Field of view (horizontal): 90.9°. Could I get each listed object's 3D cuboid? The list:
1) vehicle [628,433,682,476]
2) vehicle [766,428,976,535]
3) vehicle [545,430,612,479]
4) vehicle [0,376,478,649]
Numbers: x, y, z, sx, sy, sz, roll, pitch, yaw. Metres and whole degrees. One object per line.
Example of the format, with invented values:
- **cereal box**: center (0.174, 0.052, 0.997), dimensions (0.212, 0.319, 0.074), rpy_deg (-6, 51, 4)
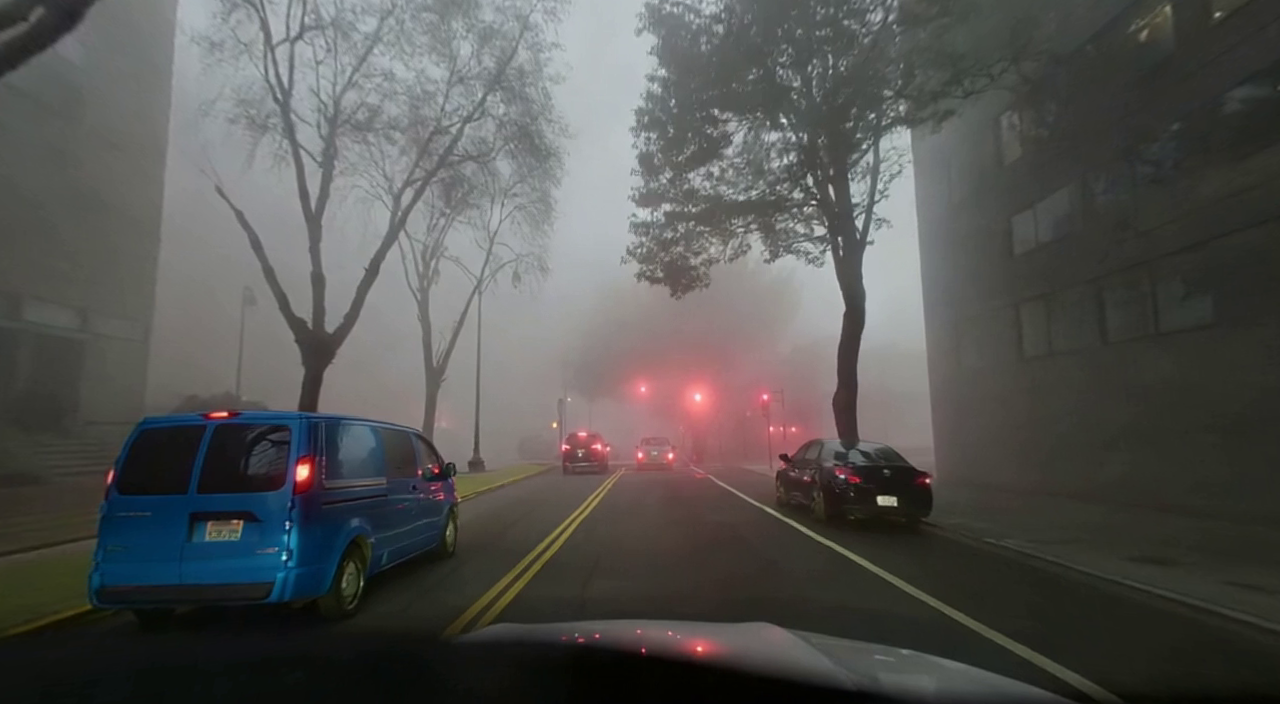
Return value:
- **vehicle**: center (0.650, 4.484, 27.783), dimensions (2.205, 1.727, 3.917), rpy_deg (0, -8, 1)
- **vehicle**: center (3.662, 2.136, 11.036), dimensions (2.067, 1.479, 4.409), rpy_deg (0, -8, 1)
- **vehicle**: center (-2.376, 4.135, 25.604), dimensions (2.124, 1.799, 4.587), rpy_deg (0, -8, 2)
- **vehicle**: center (-3.055, 1.295, 5.983), dimensions (1.940, 1.722, 3.823), rpy_deg (0, -8, 1)
